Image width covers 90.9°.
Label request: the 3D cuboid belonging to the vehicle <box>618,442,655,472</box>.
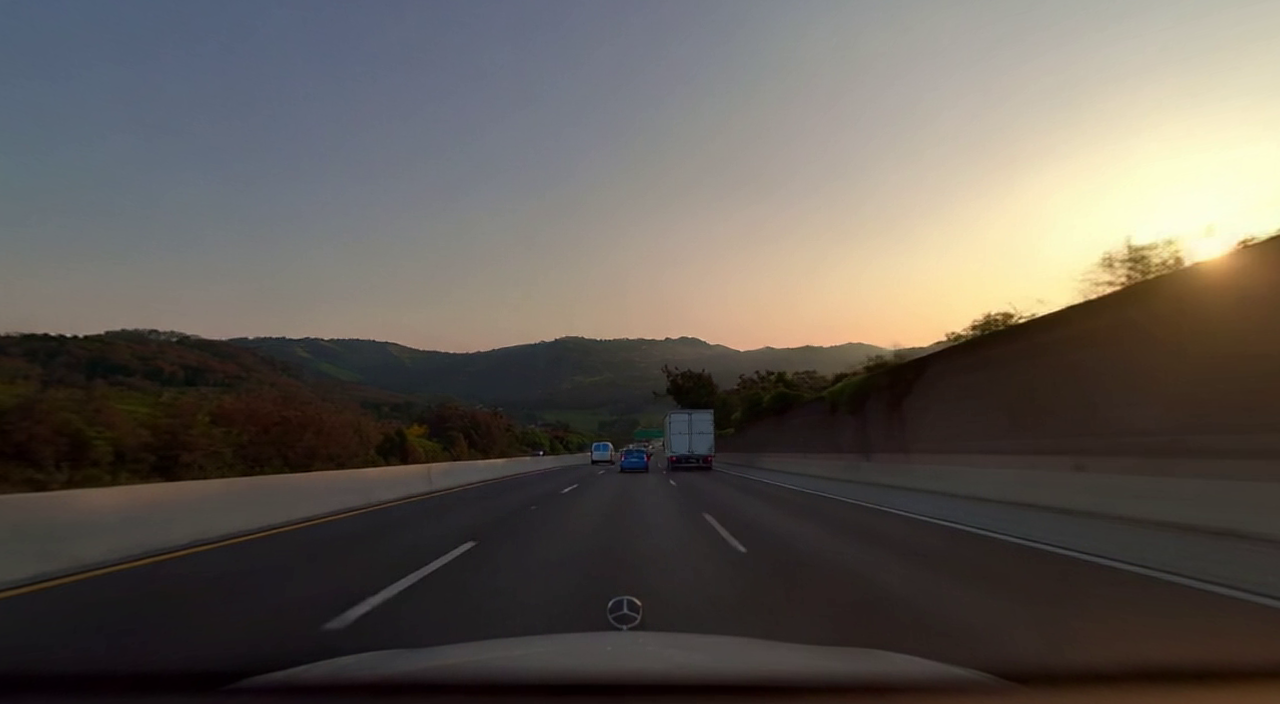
[{"bbox_3d":[-0.230,6.546,39.477,2.166,1.747,4.299,0,-9,0],"label":"vehicle"}]
